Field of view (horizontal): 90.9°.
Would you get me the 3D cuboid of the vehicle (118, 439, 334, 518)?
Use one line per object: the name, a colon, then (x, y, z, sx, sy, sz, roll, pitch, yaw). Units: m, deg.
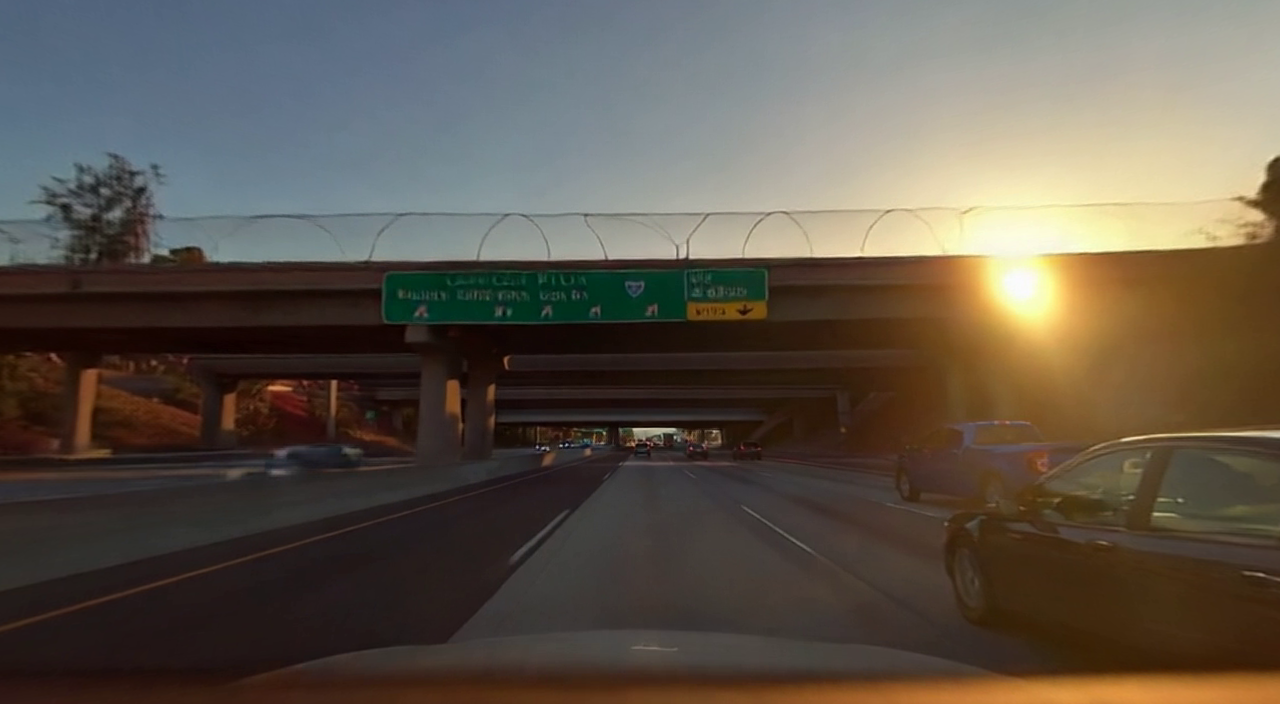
vehicle: (-8.986, 2.731, 14.295, 1.865, 1.481, 4.492, 0, -8, 0)

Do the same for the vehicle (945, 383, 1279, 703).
vehicle: (3.280, 0.865, 2.123, 2.119, 1.524, 4.807, 0, -8, 0)

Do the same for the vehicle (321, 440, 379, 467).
vehicle: (-21.165, 7.405, 46.262, 2.054, 1.798, 4.634, 0, -8, 0)
